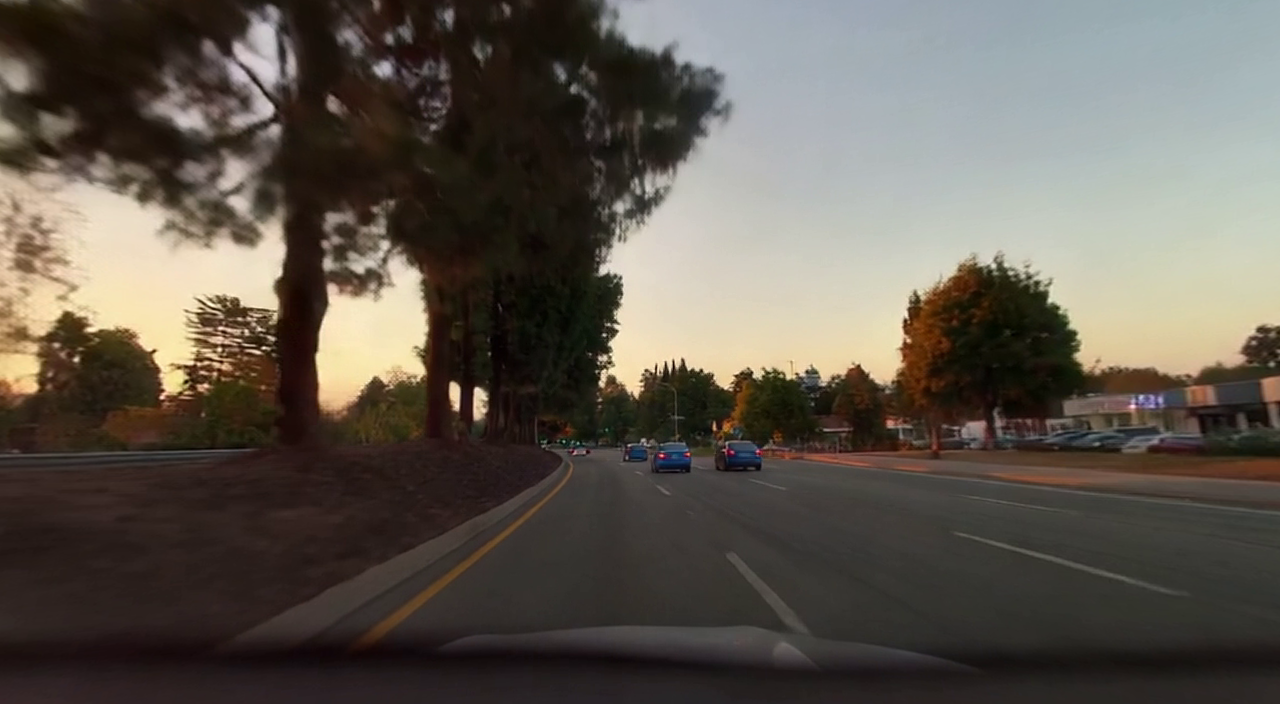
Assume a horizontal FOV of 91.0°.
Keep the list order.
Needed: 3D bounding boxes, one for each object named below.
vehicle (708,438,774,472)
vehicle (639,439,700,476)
[{"bbox_3d":[4.608,4.769,29.406,1.901,1.474,4.363,1,-8,-6],"label":"vehicle"},{"bbox_3d":[1.181,4.568,27.439,2.077,1.464,4.134,1,-8,-6],"label":"vehicle"}]
